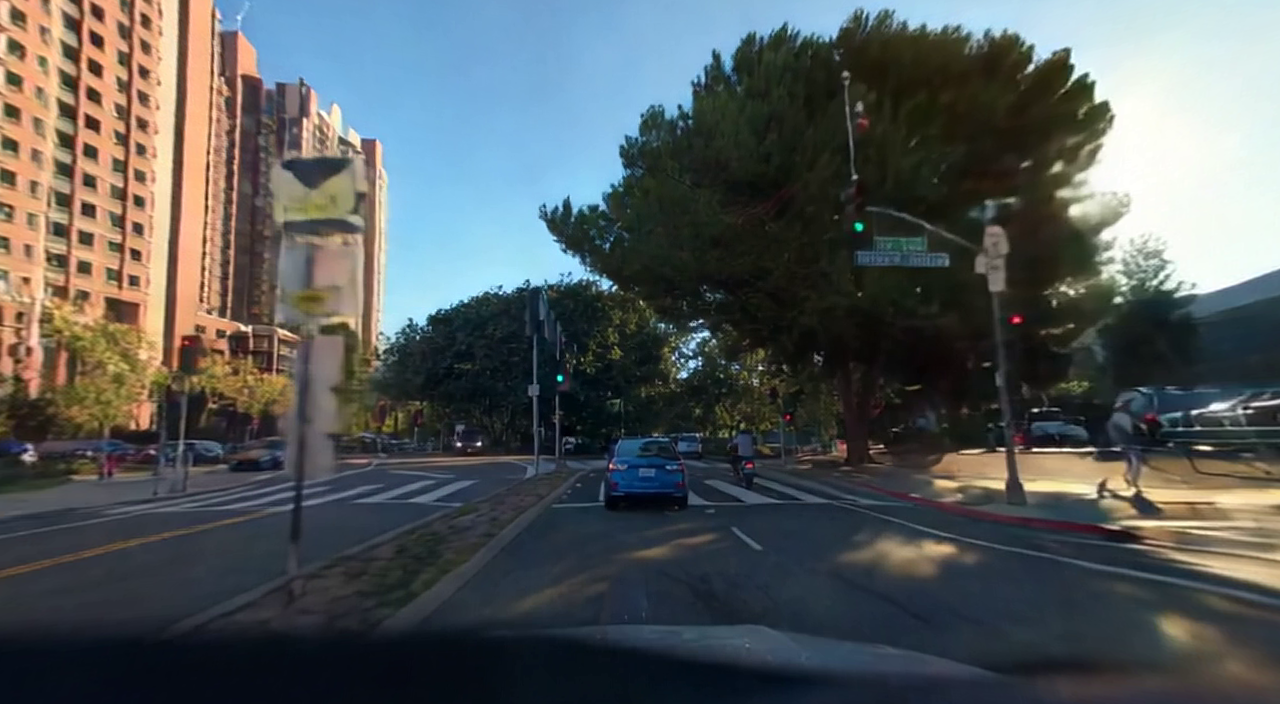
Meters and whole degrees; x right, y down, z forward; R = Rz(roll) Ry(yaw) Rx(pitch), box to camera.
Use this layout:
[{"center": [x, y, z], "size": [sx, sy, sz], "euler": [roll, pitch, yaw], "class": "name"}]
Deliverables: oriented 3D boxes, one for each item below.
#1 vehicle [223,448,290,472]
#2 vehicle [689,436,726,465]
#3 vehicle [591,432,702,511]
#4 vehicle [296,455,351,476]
[{"center": [-21.503, 6.046, 35.375], "size": [1.433, 1.269, 2.779], "euler": [-6, -10, 31], "class": "vehicle"}, {"center": [4.584, 6.584, 42.317], "size": [2.212, 1.790, 4.768], "euler": [-2, -9, 9], "class": "vehicle"}, {"center": [0.094, 2.588, 14.075], "size": [2.118, 1.480, 3.949], "euler": [0, -9, -1], "class": "vehicle"}, {"center": [-19.407, 6.946, 38.695], "size": [1.259, 1.181, 2.744], "euler": [-6, -10, 31], "class": "vehicle"}]
